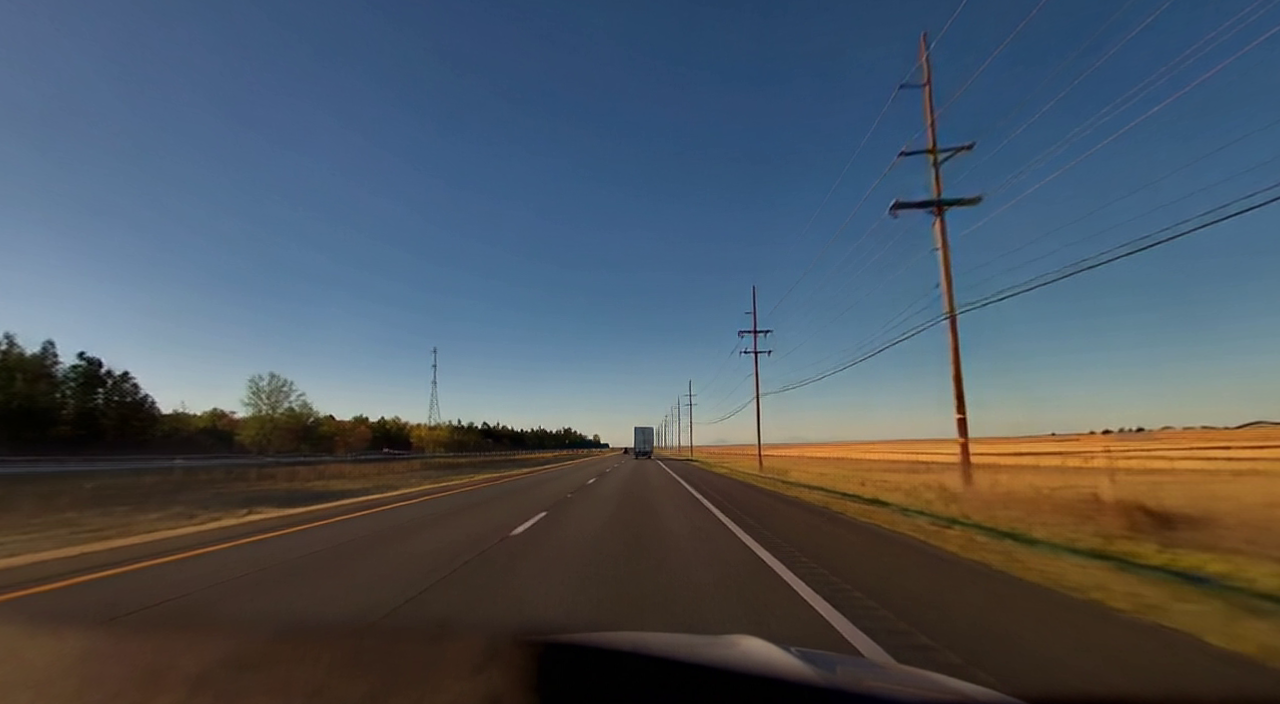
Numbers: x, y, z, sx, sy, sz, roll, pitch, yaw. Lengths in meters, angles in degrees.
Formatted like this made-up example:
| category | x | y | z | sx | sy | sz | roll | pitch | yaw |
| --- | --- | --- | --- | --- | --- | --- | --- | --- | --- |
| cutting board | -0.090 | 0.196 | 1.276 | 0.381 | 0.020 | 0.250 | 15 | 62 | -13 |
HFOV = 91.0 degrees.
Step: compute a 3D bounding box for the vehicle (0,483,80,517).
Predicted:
| category | x | y | z | sx | sy | sz | roll | pitch | yaw |
| --- | --- | --- | --- | --- | --- | --- | --- | --- | --- |
| vehicle | -42.598 | 10.411 | 44.643 | 1.919 | 1.944 | 5.083 | 2 | -9 | -13 |
